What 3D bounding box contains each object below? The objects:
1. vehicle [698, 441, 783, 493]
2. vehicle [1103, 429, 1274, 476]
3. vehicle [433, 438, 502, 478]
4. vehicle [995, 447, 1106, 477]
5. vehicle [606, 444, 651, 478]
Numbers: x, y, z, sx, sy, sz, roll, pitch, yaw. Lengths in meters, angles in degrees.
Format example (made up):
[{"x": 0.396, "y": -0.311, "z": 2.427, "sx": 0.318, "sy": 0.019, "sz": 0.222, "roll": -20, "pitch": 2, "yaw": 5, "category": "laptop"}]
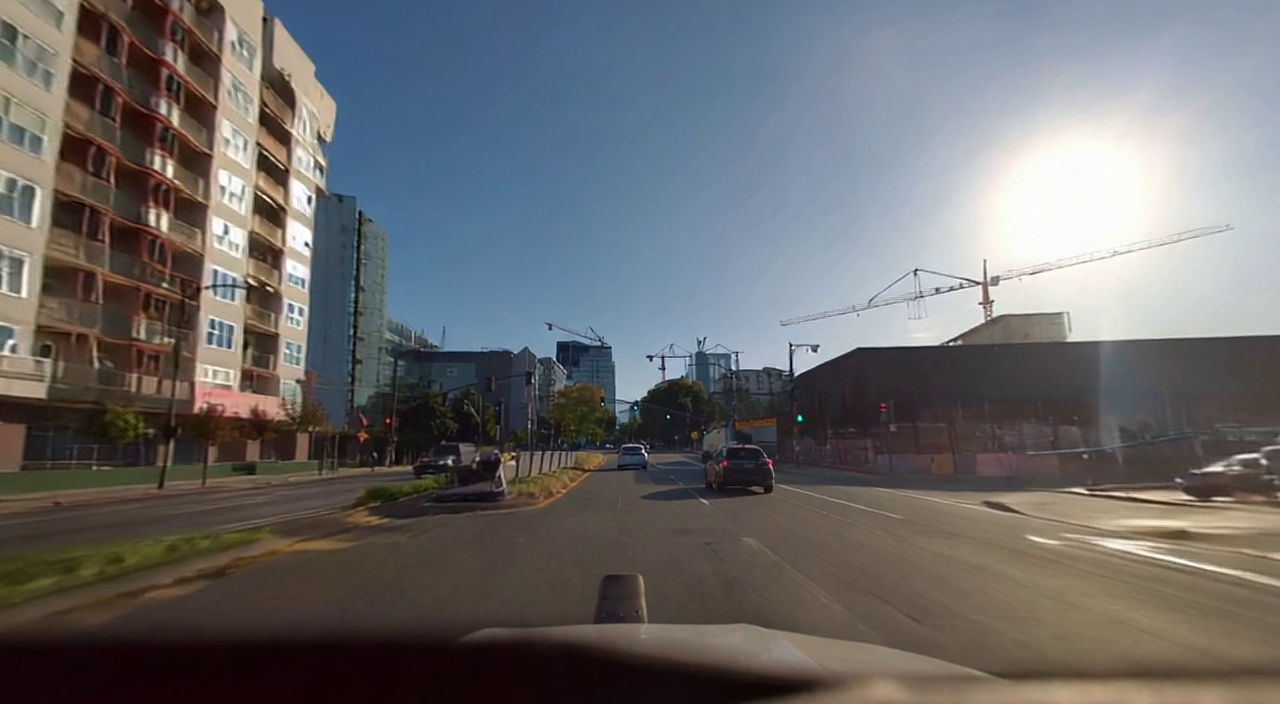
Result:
[{"x": 3.084, "y": 3.627, "z": 20.247, "sx": 1.910, "sy": 1.474, "sz": 4.003, "roll": 0, "pitch": -9, "yaw": -2, "category": "vehicle"}, {"x": 25.271, "y": 4.678, "z": 29.324, "sx": 5.433, "sy": 1.955, "sz": 2.512, "roll": -1, "pitch": -10, "yaw": 0, "category": "vehicle"}, {"x": -8.633, "y": 5.339, "z": 32.093, "sx": 2.111, "sy": 1.832, "sz": 4.778, "roll": 0, "pitch": -9, "yaw": 0, "category": "vehicle"}, {"x": 19.041, "y": 5.102, "z": 29.441, "sx": 3.839, "sy": 1.281, "sz": 1.836, "roll": 0, "pitch": -9, "yaw": 0, "category": "vehicle"}, {"x": -0.552, "y": 5.095, "z": 29.851, "sx": 2.006, "sy": 1.487, "sz": 3.535, "roll": 0, "pitch": -9, "yaw": -1, "category": "vehicle"}]
